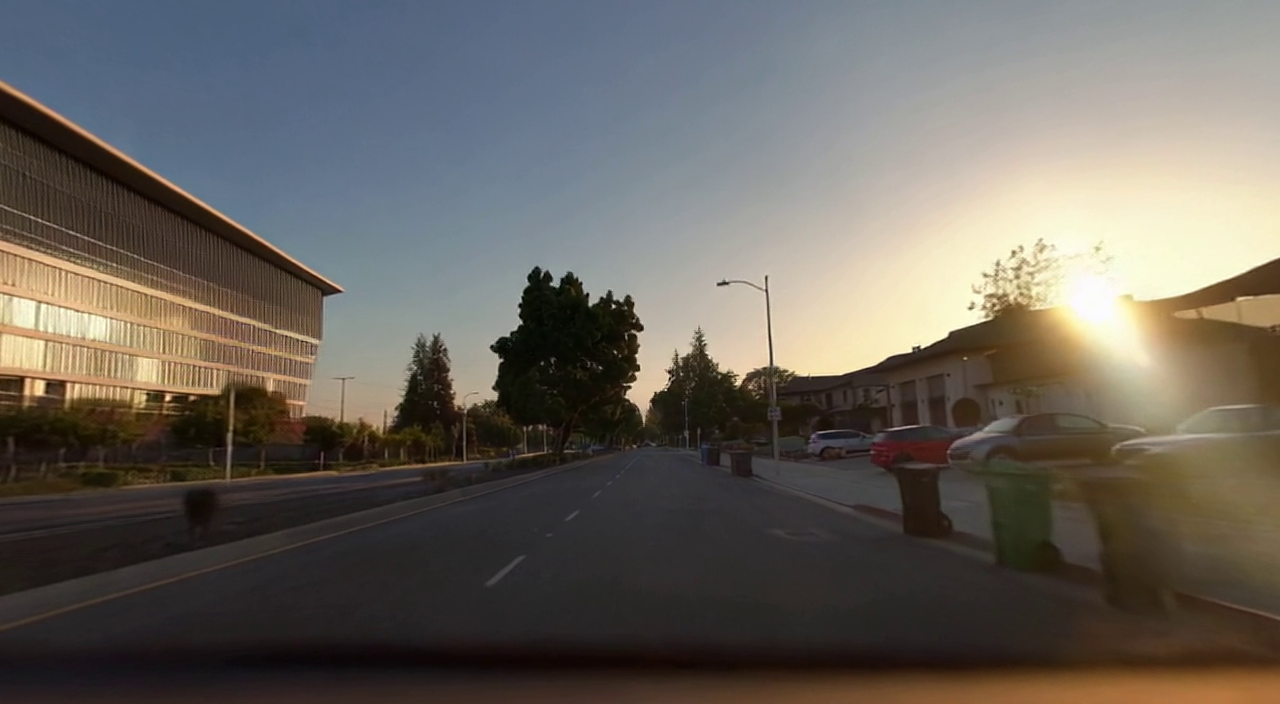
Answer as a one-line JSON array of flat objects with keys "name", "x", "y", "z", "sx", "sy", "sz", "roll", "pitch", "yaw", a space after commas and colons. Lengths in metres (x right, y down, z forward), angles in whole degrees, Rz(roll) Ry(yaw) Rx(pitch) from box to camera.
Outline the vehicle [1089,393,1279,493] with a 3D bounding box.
[{"name": "vehicle", "x": 12.073, "y": 1.727, "z": 12.634, "sx": 4.478, "sy": 1.578, "sz": 1.944, "roll": -6, "pitch": -9, "yaw": 1}]

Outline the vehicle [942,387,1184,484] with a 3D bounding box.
[{"name": "vehicle", "x": 12.061, "y": 2.452, "z": 18.300, "sx": 5.330, "sy": 1.917, "sz": 2.001, "roll": -8, "pitch": -9, "yaw": 0}]

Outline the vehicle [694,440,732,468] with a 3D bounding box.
[{"name": "vehicle", "x": 5.070, "y": 7.153, "z": 44.445, "sx": 2.078, "sy": 1.771, "sz": 5.174, "roll": 2, "pitch": -8, "yaw": 1}]
